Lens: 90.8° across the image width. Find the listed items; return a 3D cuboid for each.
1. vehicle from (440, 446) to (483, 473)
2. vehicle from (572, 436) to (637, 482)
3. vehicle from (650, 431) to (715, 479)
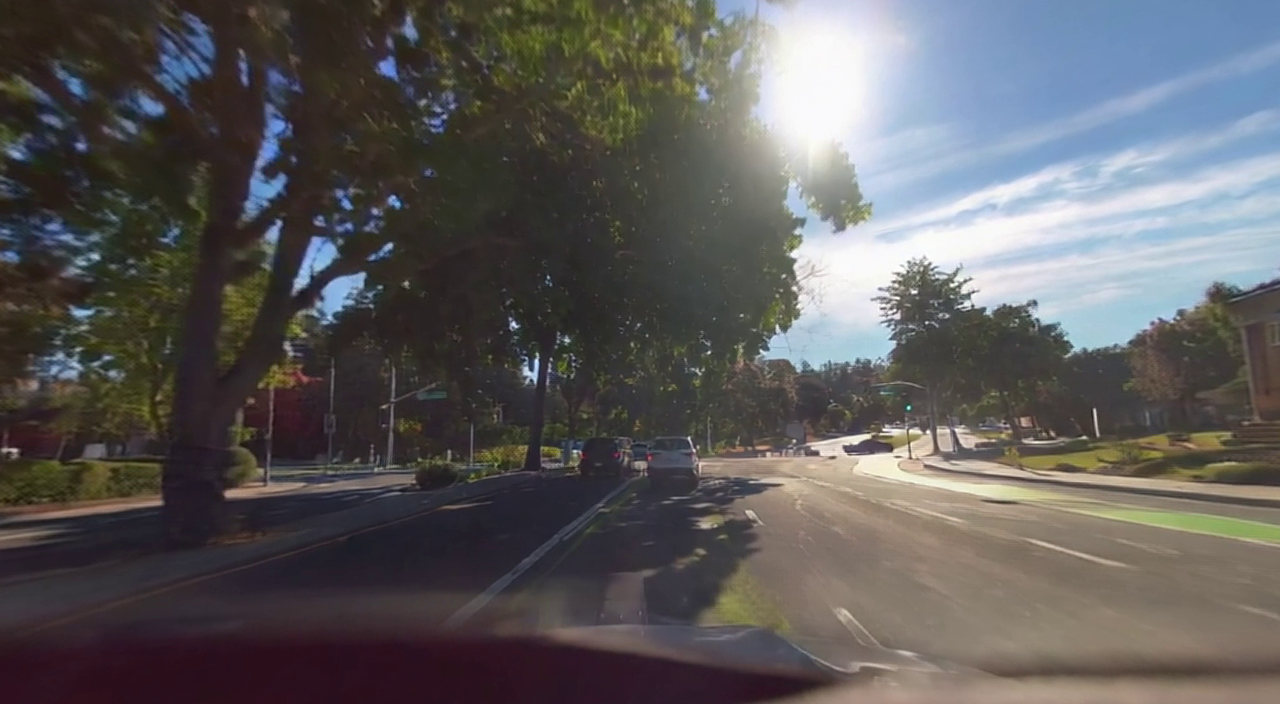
[{"bbox_3d":[-12.403,7.395,43.766,2.005,1.702,4.697,3,-9,-26],"label":"vehicle"},{"bbox_3d":[-1.182,3.835,22.908,1.923,1.498,3.887,-1,-8,3],"label":"vehicle"},{"bbox_3d":[1.606,3.983,24.655,2.286,1.701,4.395,0,-8,2],"label":"vehicle"}]
